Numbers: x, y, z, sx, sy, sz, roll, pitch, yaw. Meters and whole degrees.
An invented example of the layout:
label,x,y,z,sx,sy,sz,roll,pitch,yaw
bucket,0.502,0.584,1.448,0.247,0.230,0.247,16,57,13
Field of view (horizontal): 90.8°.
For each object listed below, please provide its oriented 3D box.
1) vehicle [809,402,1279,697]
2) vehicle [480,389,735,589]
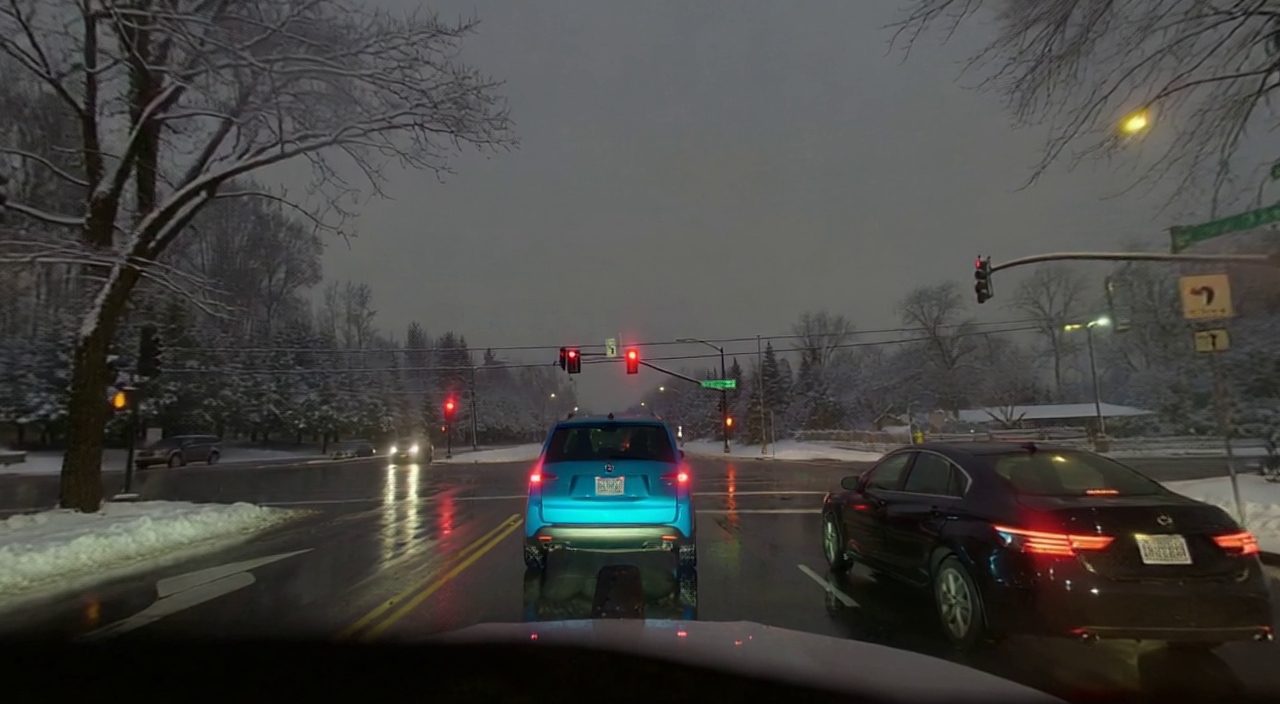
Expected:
label,x,y,z,sx,sy,sz,roll,pitch,yaw
vehicle,3.168,1.401,5.763,1.932,1.562,4.629,0,-9,-1
vehicle,-0.343,1.525,7.787,2.247,1.760,4.231,0,-9,-2
